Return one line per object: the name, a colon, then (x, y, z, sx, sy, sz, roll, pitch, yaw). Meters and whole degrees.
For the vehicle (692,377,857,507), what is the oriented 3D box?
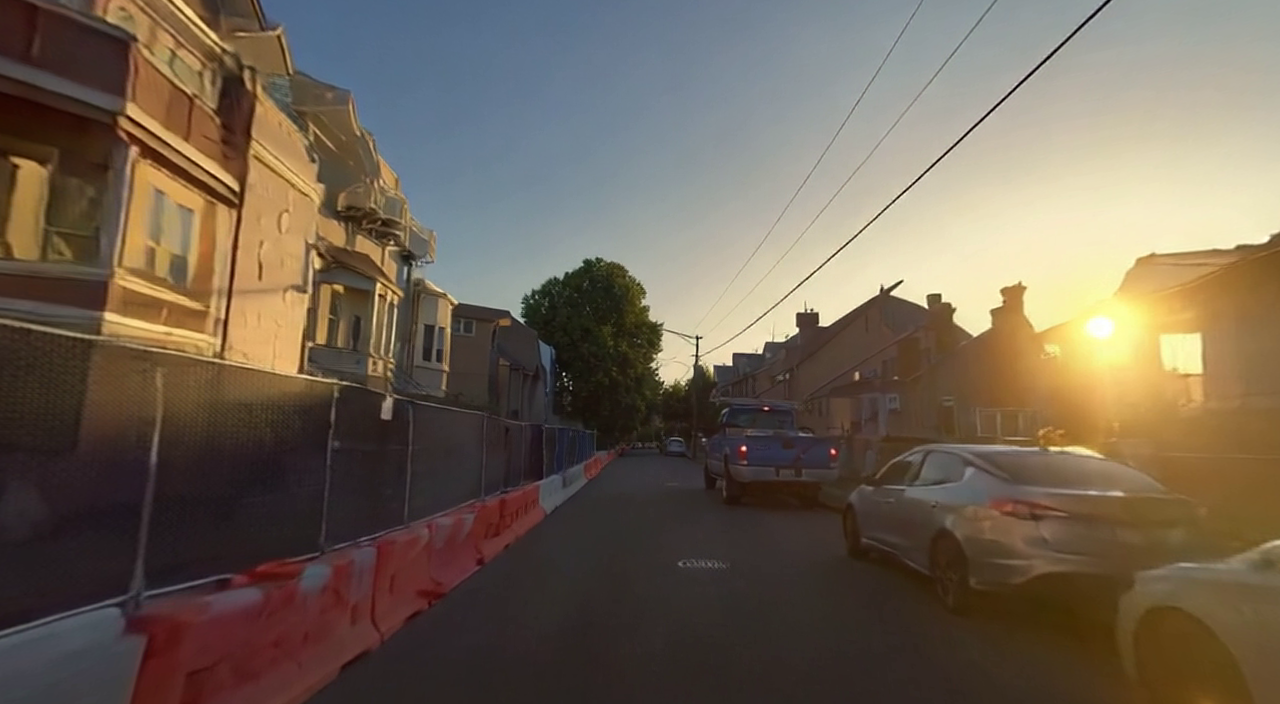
vehicle: (3.164, 2.355, 16.784, 2.879, 2.801, 6.142, 0, -8, -1)

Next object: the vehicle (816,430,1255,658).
vehicle: (3.252, 1.577, 6.284, 1.821, 1.530, 3.846, 0, -8, -1)

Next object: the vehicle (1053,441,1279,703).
vehicle: (3.414, 0.967, 1.630, 1.805, 1.436, 4.201, 0, -8, 0)
